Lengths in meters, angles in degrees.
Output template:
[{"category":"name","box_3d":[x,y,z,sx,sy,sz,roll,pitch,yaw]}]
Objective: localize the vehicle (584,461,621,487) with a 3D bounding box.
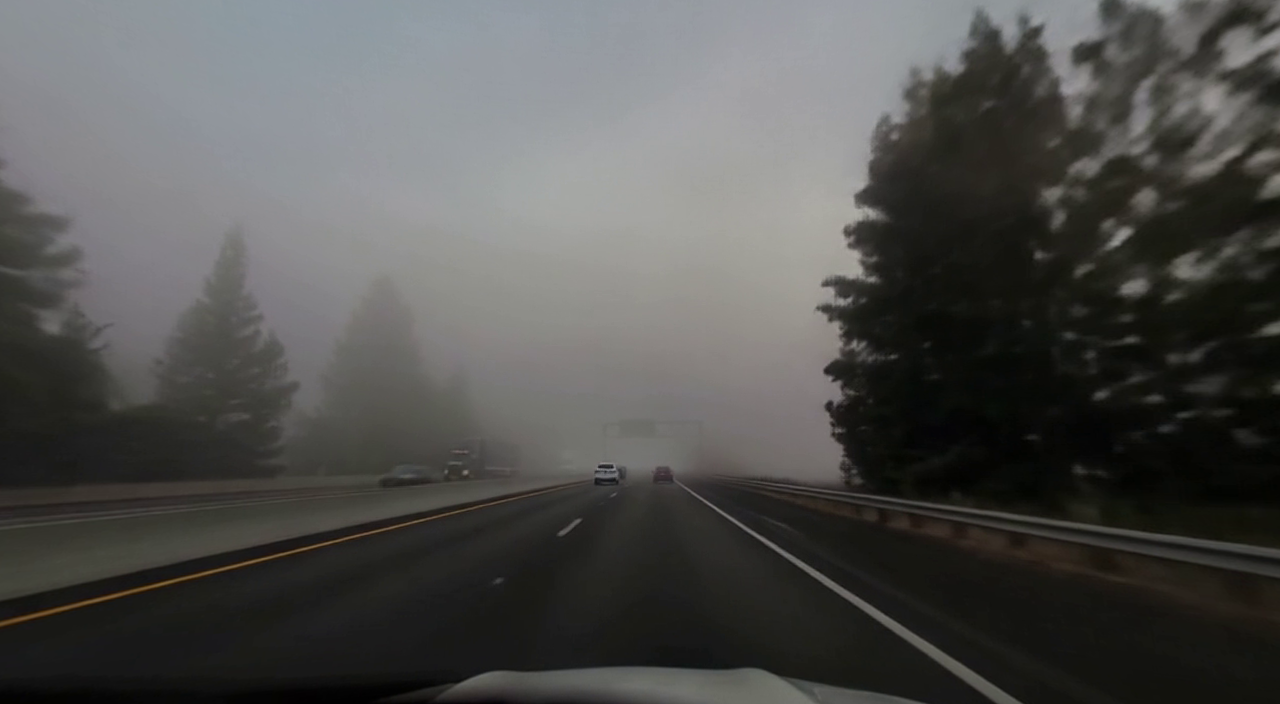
[{"category":"vehicle","box_3d":[-2.627,8.695,45.063,2.160,1.721,4.368,0,-11,3]}]
